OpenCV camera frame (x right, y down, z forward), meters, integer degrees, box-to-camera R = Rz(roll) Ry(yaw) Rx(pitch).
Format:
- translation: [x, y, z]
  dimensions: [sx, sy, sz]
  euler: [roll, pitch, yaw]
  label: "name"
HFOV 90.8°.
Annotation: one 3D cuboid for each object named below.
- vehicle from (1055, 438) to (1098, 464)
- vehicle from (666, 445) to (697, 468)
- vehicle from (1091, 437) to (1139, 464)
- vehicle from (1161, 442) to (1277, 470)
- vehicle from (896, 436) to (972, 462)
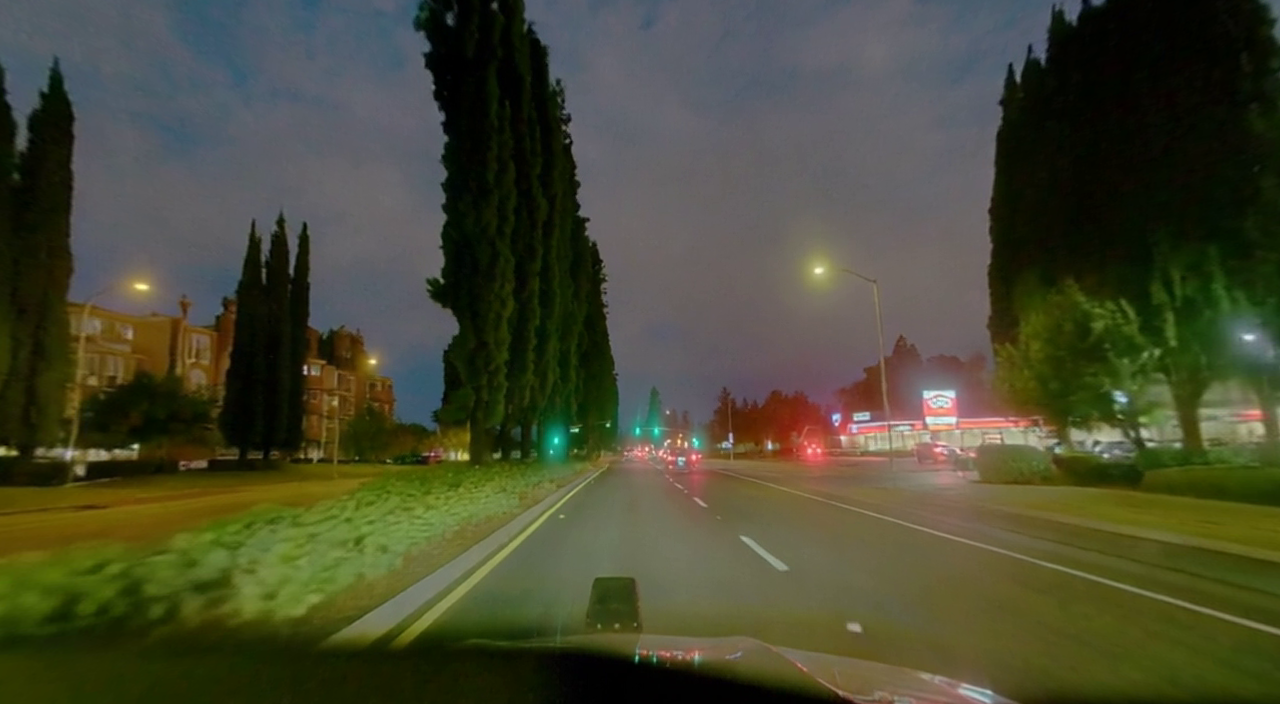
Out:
- translation: [34.155, 7.692, 49.524]
  dimensions: [2.181, 1.901, 4.222]
  euler: [-4, -9, 28]
  label: "vehicle"
- translation: [3.156, 8.078, 49.066]
  dimensions: [2.041, 1.531, 4.236]
  euler: [1, -8, -1]
  label: "vehicle"
- translation: [36.738, 7.612, 48.981]
  dimensions: [2.160, 1.948, 4.256]
  euler: [-3, -9, 27]
  label: "vehicle"
- translation: [34.872, 6.204, 38.175]
  dimensions: [1.853, 1.552, 4.707]
  euler: [4, -9, -30]
  label: "vehicle"
- translation: [20.619, 6.822, 44.420]
  dimensions: [4.210, 1.727, 2.227]
  euler: [1, -8, -8]
  label: "vehicle"
